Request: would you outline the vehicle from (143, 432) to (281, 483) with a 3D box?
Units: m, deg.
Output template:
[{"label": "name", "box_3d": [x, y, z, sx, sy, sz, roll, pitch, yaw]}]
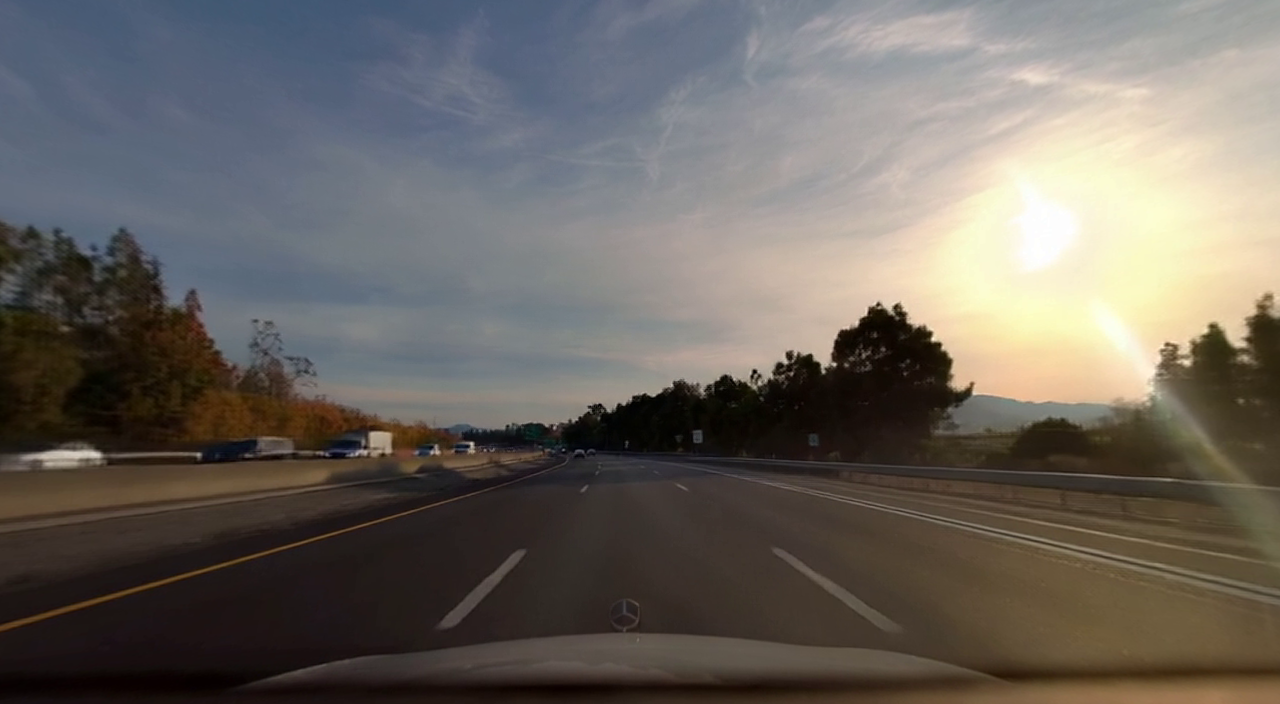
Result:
[{"label": "vehicle", "box_3d": [-14.713, 3.658, 21.896, 1.865, 1.563, 4.196, 0, -9, 0]}]

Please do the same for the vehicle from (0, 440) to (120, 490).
[{"label": "vehicle", "box_3d": [-20.389, 3.744, 20.981, 1.893, 1.472, 4.785, 0, -9, -1]}]

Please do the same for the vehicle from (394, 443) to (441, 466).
[{"label": "vehicle", "box_3d": [-16.117, 7.438, 45.560, 1.906, 1.558, 4.561, 0, -9, -3]}]

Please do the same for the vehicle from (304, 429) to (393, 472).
[{"label": "vehicle", "box_3d": [-15.231, 5.225, 33.195, 2.201, 2.054, 5.510, 0, -9, -2]}]
